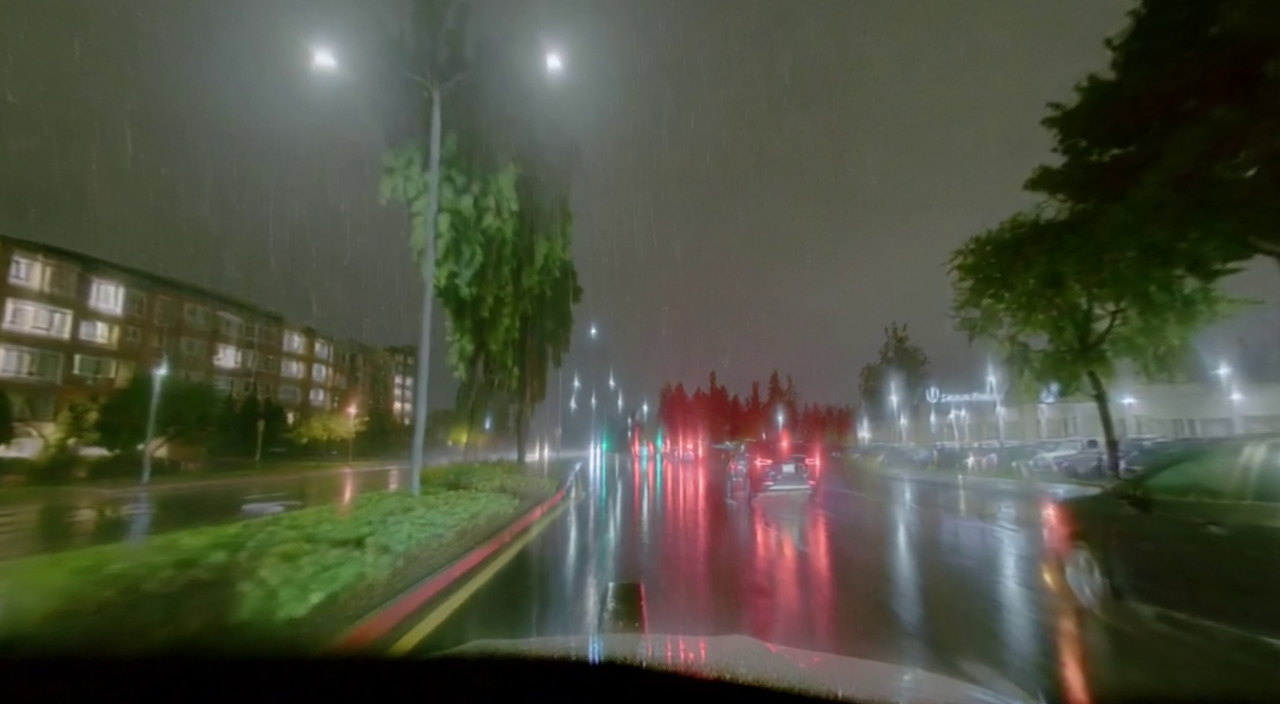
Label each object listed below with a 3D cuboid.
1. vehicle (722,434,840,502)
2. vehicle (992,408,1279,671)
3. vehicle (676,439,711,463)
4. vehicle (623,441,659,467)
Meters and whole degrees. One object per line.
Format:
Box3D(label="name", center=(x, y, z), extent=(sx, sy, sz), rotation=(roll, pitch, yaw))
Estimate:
Box3D(label="vehicle", center=(3.522, 3.003, 16.781), extent=(1.953, 1.514, 4.672), rotation=(0, -9, -1))
Box3D(label="vehicle", center=(4.740, 1.129, 3.994), extent=(2.098, 1.507, 4.655), rotation=(0, -9, -4))
Box3D(label="vehicle", center=(3.750, 7.126, 45.354), extent=(2.041, 1.611, 4.426), rotation=(0, -9, -1))
Box3D(label="vehicle", center=(0.021, 6.202, 38.448), extent=(2.095, 1.456, 3.873), rotation=(0, -9, -1))
